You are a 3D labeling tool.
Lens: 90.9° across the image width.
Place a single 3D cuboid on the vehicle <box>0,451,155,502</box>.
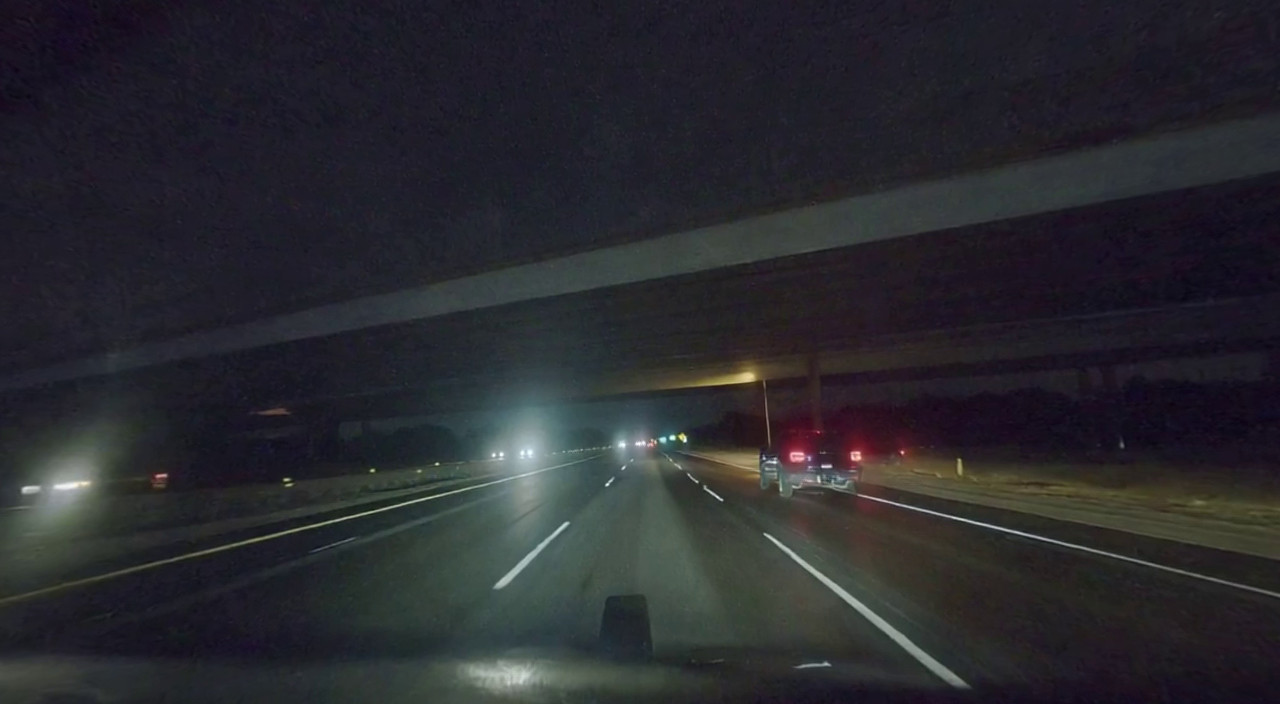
[{"bbox_3d":[-20.276,4.387,22.724,1.909,1.592,4.485,0,-8,1],"label":"vehicle"}]
